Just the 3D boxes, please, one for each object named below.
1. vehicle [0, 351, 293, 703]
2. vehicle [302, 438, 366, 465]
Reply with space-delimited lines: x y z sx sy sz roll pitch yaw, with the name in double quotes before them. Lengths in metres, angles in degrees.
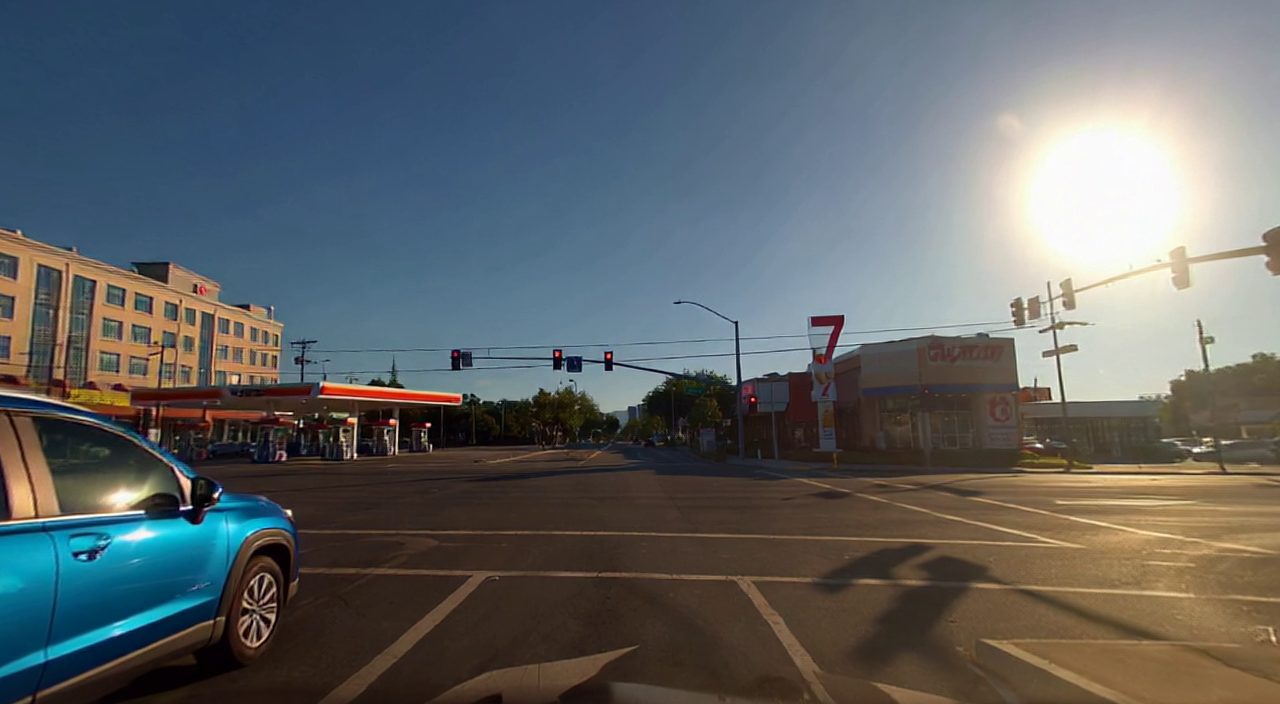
"vehicle" -3.426 0.805 2.046 2.053 1.690 4.364 0 -9 1
"vehicle" -20.472 6.708 42.327 2.004 1.699 4.486 0 -9 1
